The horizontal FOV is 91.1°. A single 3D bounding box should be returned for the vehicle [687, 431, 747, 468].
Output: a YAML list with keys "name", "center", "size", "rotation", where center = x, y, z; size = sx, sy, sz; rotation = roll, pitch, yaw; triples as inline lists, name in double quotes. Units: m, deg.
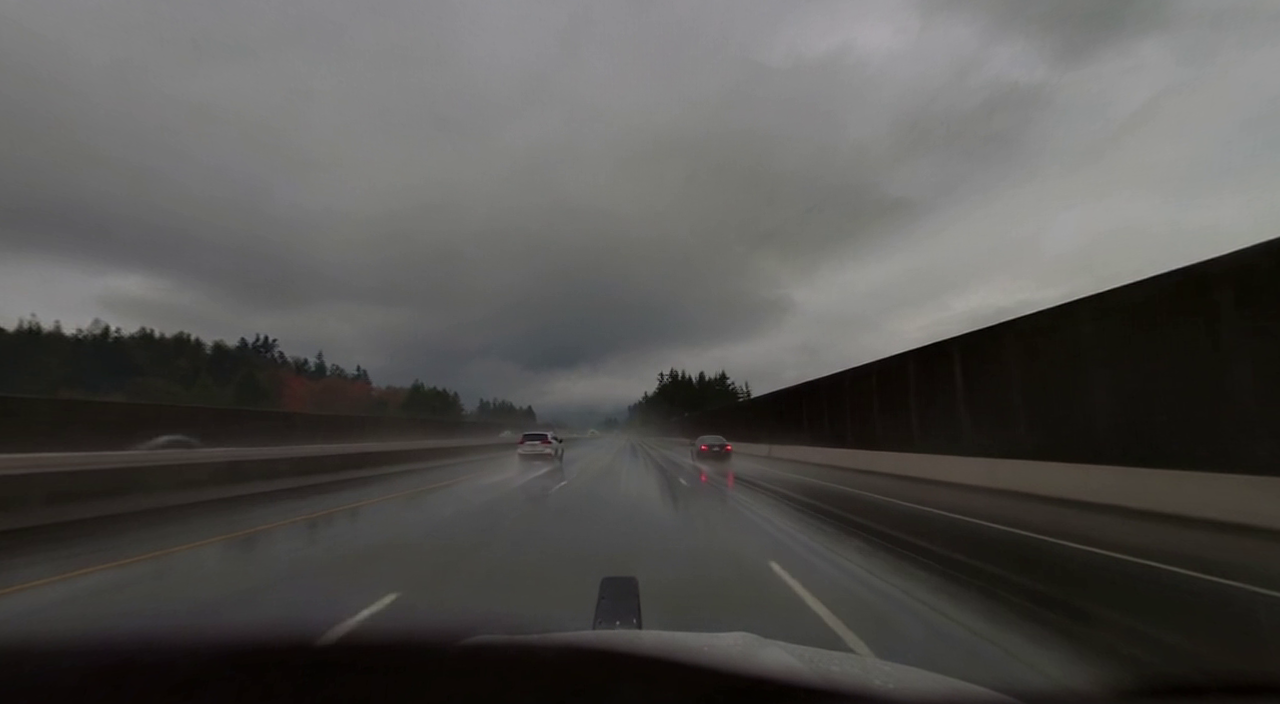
- name: "vehicle"
  center: [3.385, 4.398, 28.638]
  size: [2.077, 1.523, 4.539]
  rotation: [0, -8, -1]

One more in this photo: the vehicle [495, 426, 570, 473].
- name: "vehicle"
  center: [-4.057, 3.765, 24.502]
  size: [2.219, 1.660, 4.153]
  rotation: [0, -8, 0]
